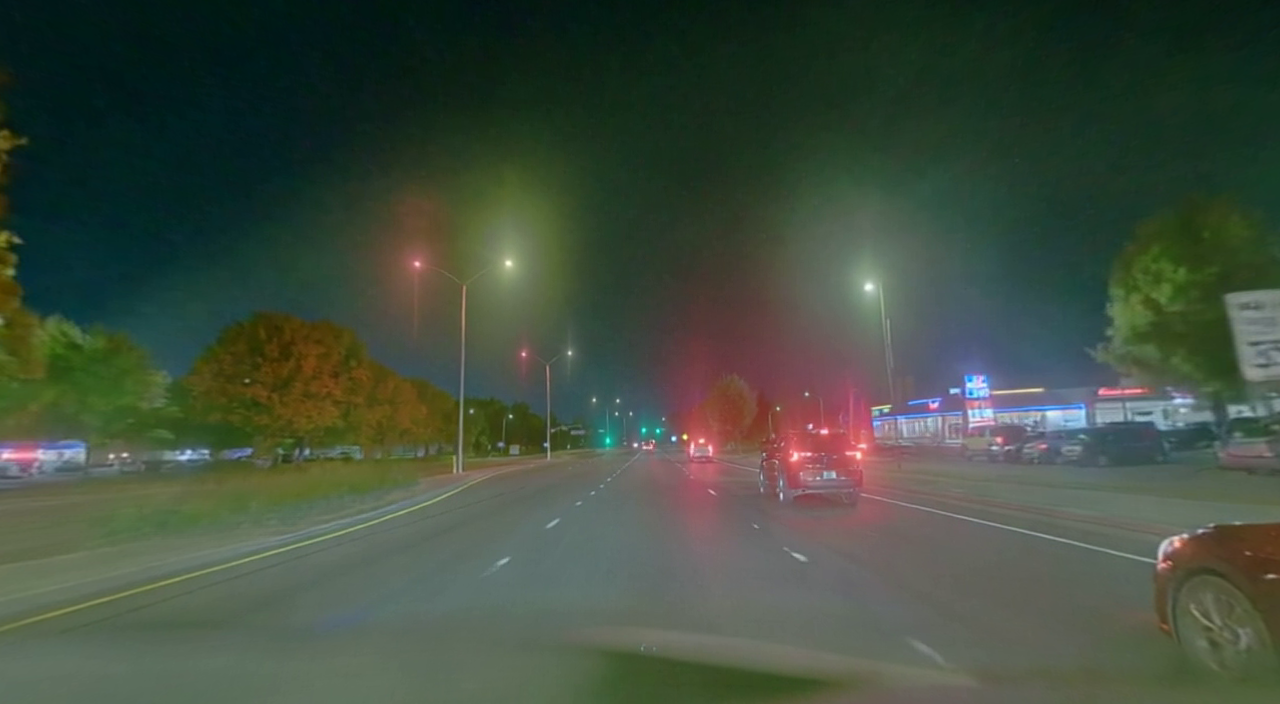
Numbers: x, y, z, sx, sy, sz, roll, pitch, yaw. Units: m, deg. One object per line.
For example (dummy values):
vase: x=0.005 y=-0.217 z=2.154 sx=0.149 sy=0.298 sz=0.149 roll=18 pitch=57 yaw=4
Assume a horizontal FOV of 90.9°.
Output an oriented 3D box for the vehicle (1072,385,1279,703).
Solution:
vehicle: x=3.500 y=0.710 z=1.218 sx=1.995 sy=1.528 sz=4.732 roll=0 pitch=-8 yaw=1

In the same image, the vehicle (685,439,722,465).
vehicle: x=4.302 y=6.852 z=43.223 sx=2.007 sy=1.683 sz=4.171 roll=0 pitch=-8 yaw=-1

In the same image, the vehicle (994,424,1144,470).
vehicle: x=17.329 y=3.867 z=25.665 sx=4.475 sy=1.739 sz=2.151 roll=0 pitch=-8 yaw=0
